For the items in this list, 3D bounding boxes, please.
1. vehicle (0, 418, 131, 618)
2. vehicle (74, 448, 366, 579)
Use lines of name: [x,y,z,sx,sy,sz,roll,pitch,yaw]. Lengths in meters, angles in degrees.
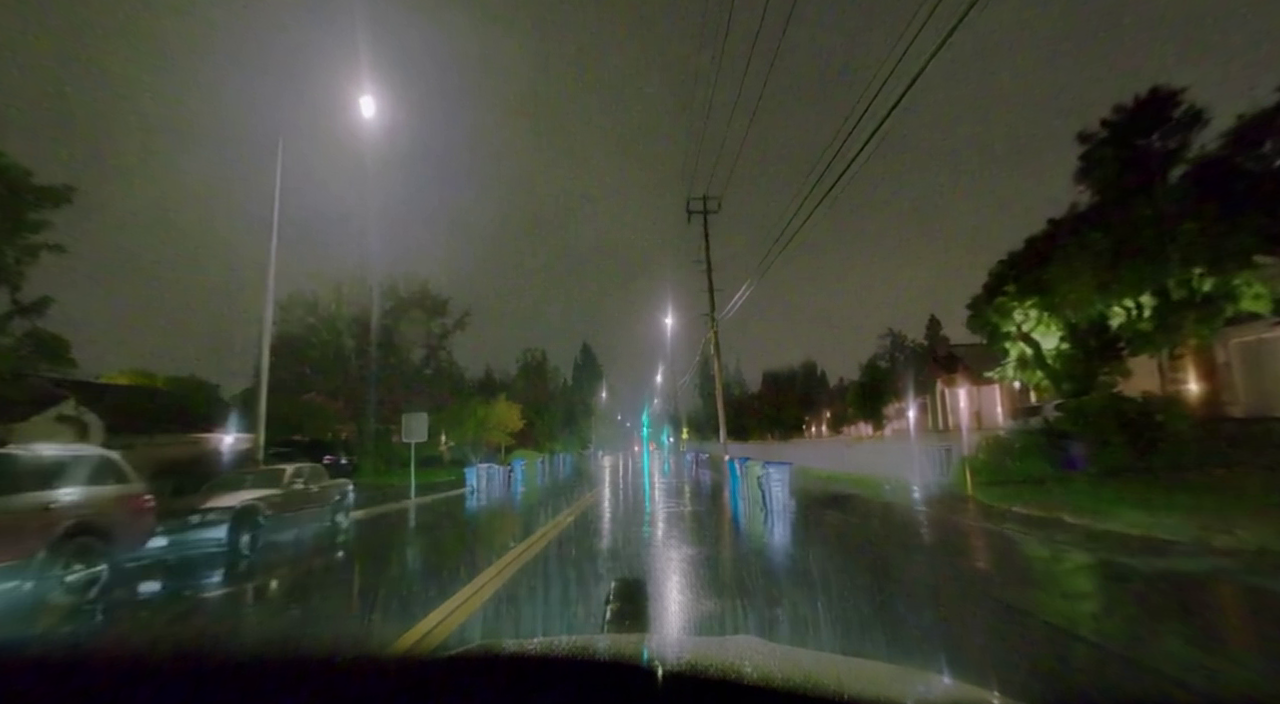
vehicle: [-6.587,1.438,4.644,1.890,1.723,4.539,-6,-7,1]
vehicle: [-6.445,2.447,10.431,1.880,1.458,4.292,-4,-7,1]
